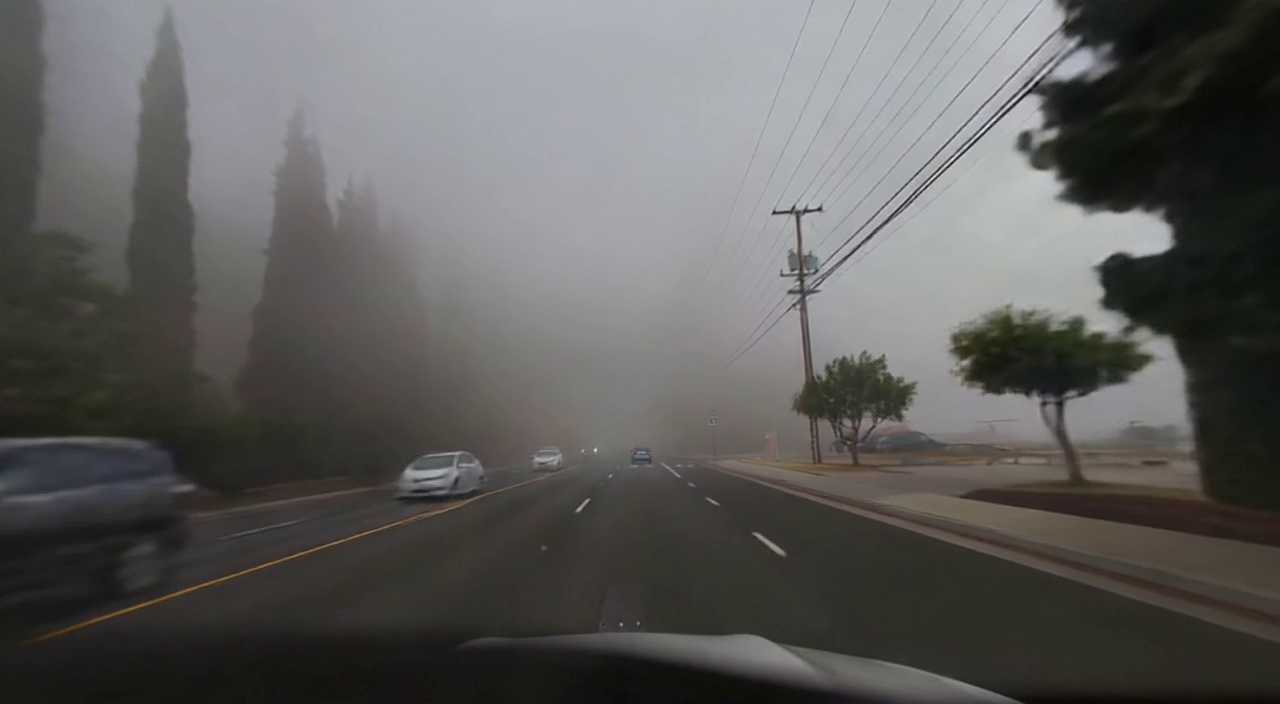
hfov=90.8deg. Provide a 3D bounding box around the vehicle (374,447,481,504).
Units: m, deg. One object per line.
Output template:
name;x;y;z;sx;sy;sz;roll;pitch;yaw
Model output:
vehicle;-6.222;3.618;18.987;1.933;1.492;3.755;-1;-8;0

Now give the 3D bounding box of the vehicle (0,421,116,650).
vehicle;-5.471;1.168;3.452;1.792;1.628;4.000;0;-8;-1

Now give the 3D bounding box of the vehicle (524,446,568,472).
vehicle;-5.736;6.598;39.102;2.030;1.445;4.321;-1;-8;1

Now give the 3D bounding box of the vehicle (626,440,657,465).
vehicle;0.087;7.459;46.927;2.163;1.746;4.073;0;-8;-1
